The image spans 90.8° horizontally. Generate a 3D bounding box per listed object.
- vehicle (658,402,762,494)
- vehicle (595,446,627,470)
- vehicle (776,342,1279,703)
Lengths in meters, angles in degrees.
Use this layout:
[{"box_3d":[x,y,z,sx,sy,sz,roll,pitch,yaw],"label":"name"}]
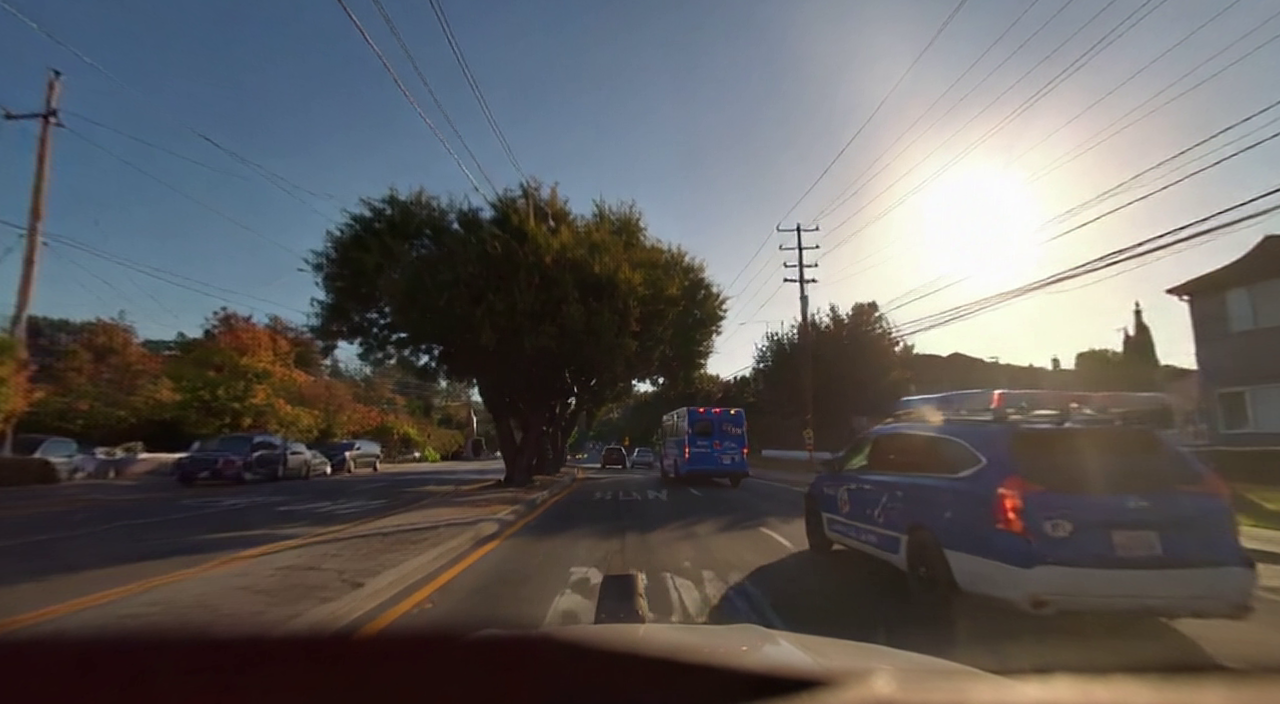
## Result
[{"box_3d":[2.138,3.209,21.368,2.406,2.687,5.521,1,-8,-5],"label":"vehicle"},{"box_3d":[-2.257,8.070,48.146,2.114,1.707,3.725,1,-8,-7],"label":"vehicle"},{"box_3d":[2.954,1.239,5.628,2.194,1.922,4.822,0,-8,-3],"label":"vehicle"}]
